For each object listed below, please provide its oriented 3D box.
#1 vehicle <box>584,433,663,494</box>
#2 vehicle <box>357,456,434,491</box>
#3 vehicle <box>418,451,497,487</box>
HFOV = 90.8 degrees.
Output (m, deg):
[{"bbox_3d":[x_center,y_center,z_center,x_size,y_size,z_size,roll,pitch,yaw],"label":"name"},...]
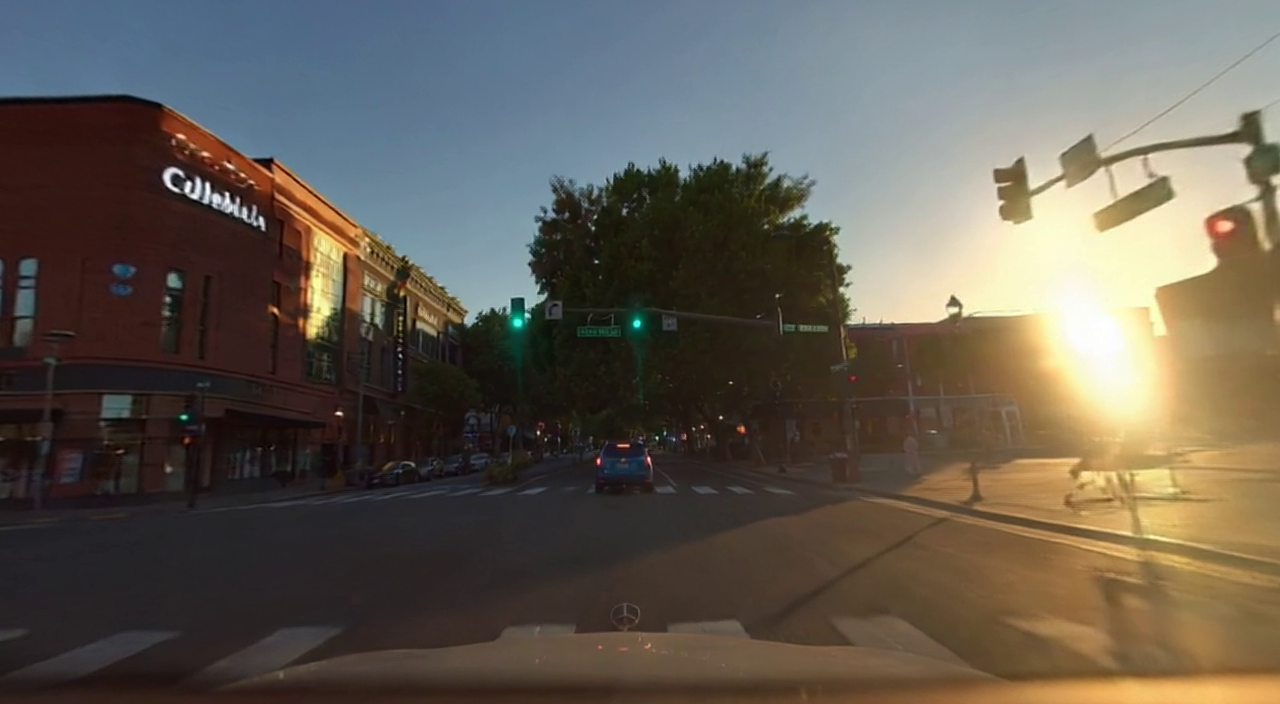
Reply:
[{"bbox_3d":[-0.511,3.691,21.300,2.382,1.796,4.610,0,-8,0],"label":"vehicle"},{"bbox_3d":[-11.687,5.807,30.544,1.972,1.475,4.381,0,-8,0],"label":"vehicle"},{"bbox_3d":[-8.234,5.315,29.044,2.152,1.468,4.737,0,-8,1],"label":"vehicle"}]
